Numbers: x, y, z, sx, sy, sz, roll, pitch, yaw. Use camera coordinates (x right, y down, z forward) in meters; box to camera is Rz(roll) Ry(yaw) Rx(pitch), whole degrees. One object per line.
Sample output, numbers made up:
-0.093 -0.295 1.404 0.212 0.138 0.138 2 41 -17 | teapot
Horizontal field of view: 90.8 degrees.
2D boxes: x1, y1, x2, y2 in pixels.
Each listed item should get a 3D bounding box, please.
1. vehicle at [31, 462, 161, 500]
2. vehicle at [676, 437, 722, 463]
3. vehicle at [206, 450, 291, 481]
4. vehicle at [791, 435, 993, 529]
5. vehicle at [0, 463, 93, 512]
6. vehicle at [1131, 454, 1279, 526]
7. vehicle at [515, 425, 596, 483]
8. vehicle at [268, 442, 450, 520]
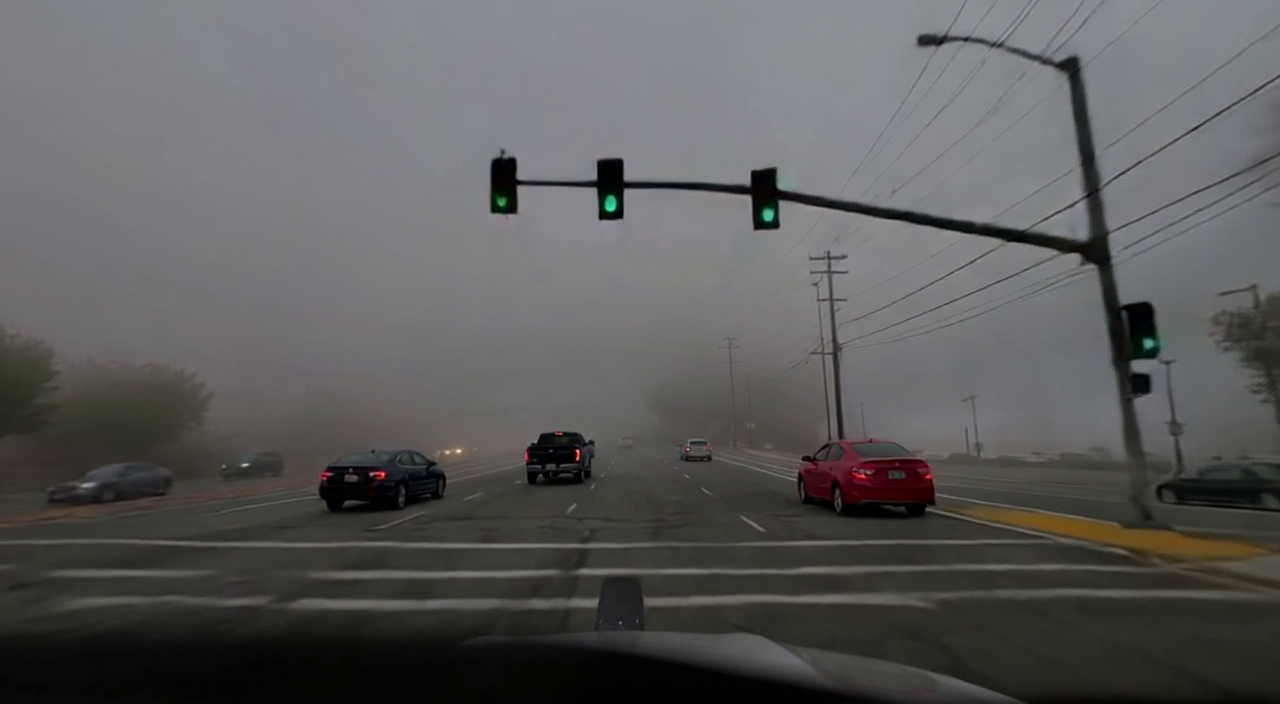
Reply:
-24.669 5.837 28.926 1.916 1.471 4.574 0 -9 -1 | vehicle
3.474 5.886 38.093 2.071 1.435 4.226 0 -9 -4 | vehicle
-28.133 8.151 45.716 2.218 2.034 6.104 0 -9 0 | vehicle
4.482 2.362 12.156 1.840 1.428 4.602 0 -9 -2 | vehicle
-21.288 4.516 21.193 1.855 1.457 4.533 0 -9 -1 | vehicle
16.519 3.735 17.716 2.002 1.681 4.507 -1 -9 3 | vehicle
-3.139 4.018 25.055 2.467 1.991 6.089 0 -9 -1 | vehicle
-6.238 2.881 14.795 2.035 1.497 4.723 0 -9 1 | vehicle
